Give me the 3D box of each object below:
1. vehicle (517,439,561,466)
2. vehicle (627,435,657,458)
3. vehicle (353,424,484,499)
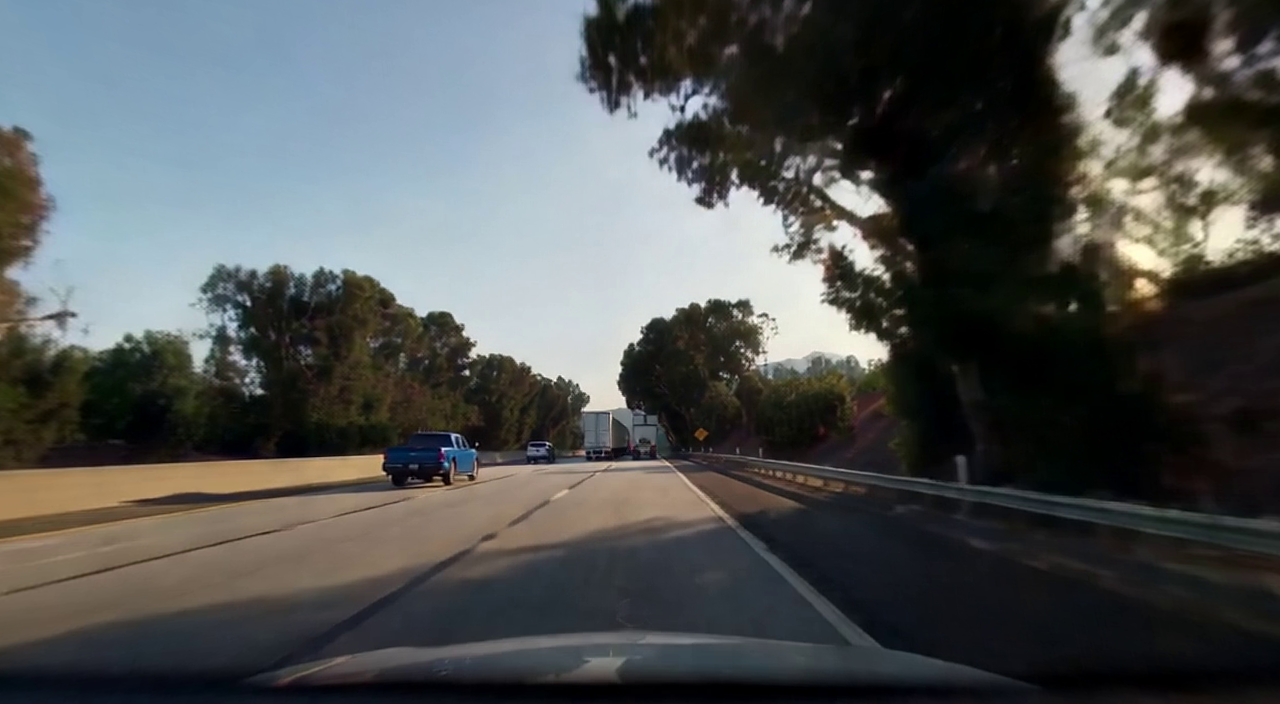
[{"bbox_3d":[-7.262,7.291,45.978,2.258,1.785,5.318,0,-8,1],"label":"vehicle"},{"bbox_3d":[0.134,7.072,47.044,2.072,1.630,4.529,0,-8,0],"label":"vehicle"},{"bbox_3d":[-6.193,3.107,18.346,2.149,1.884,4.627,0,-8,-1],"label":"vehicle"}]
